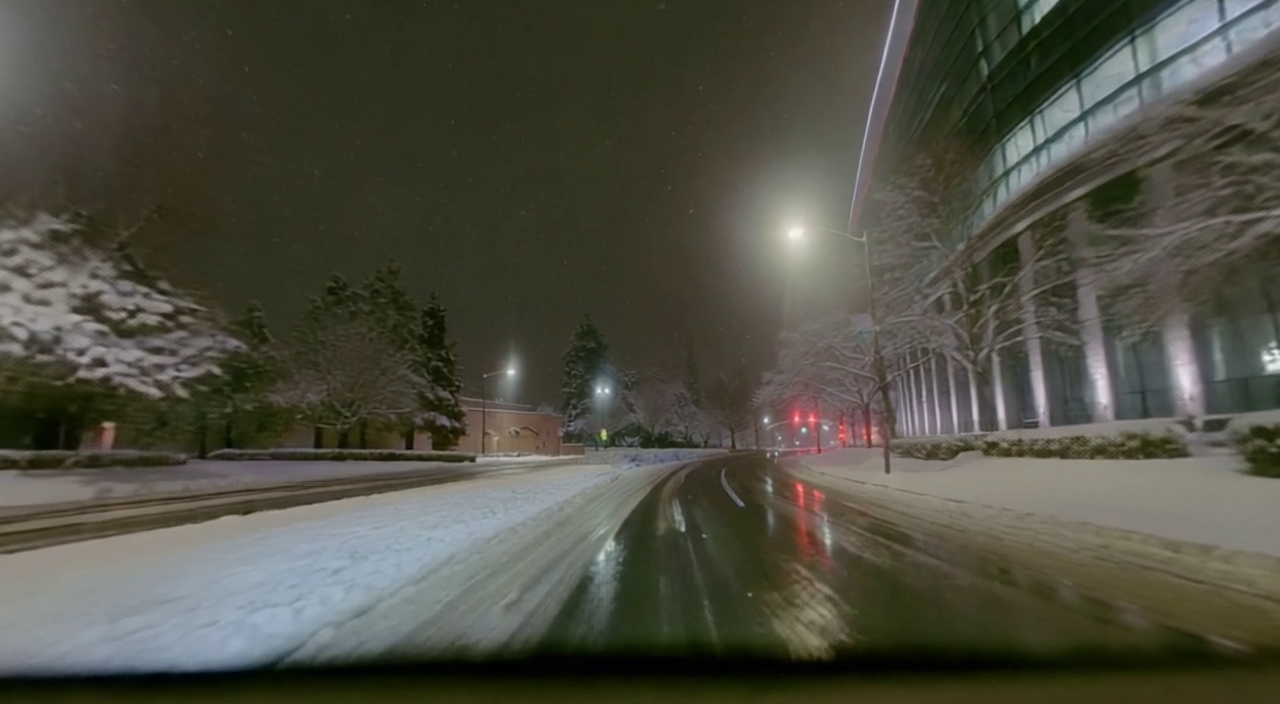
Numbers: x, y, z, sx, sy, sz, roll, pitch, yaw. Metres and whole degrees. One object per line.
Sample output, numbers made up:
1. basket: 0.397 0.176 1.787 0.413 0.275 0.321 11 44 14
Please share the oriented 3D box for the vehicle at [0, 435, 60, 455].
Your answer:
1. vehicle: -44.992 6.755 45.799 3.683 1.426 1.810 0 -9 -2
